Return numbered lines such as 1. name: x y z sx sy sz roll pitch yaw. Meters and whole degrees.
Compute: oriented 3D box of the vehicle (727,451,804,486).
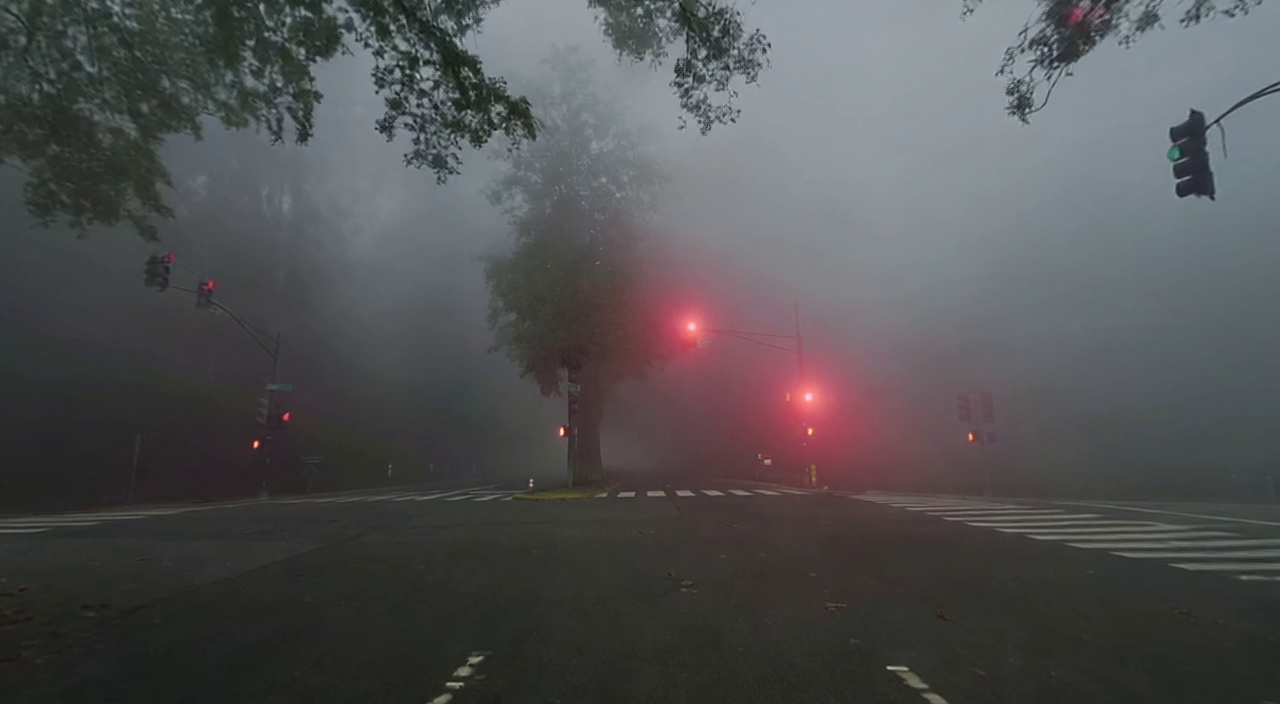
1. vehicle: 8.824 8.254 45.449 2.771 2.214 7.159 2 -9 -12
